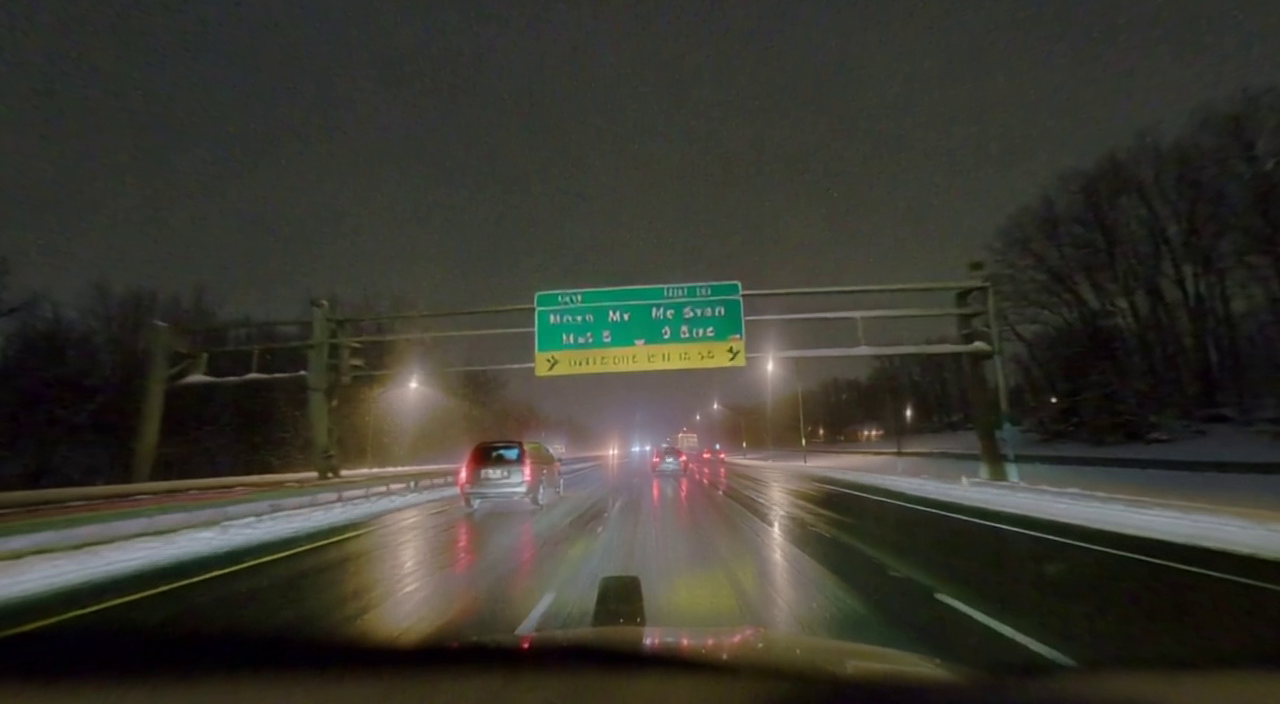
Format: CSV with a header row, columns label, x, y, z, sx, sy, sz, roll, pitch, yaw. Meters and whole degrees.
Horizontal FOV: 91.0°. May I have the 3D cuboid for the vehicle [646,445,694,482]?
label,x,y,z,sx,sy,sz,roll,pitch,yaw
vehicle,1.301,4.944,28.212,2.004,1.471,4.032,0,-9,1

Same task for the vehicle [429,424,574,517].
label,x,y,z,sx,sy,sz,roll,pitch,yaw
vehicle,-2.884,2.596,14.245,2.142,1.724,4.344,0,-9,2

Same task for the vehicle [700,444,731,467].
label,x,y,z,sx,sy,sz,roll,pitch,yaw
vehicle,5.786,7.981,48.698,1.975,1.650,4.257,0,-9,1
